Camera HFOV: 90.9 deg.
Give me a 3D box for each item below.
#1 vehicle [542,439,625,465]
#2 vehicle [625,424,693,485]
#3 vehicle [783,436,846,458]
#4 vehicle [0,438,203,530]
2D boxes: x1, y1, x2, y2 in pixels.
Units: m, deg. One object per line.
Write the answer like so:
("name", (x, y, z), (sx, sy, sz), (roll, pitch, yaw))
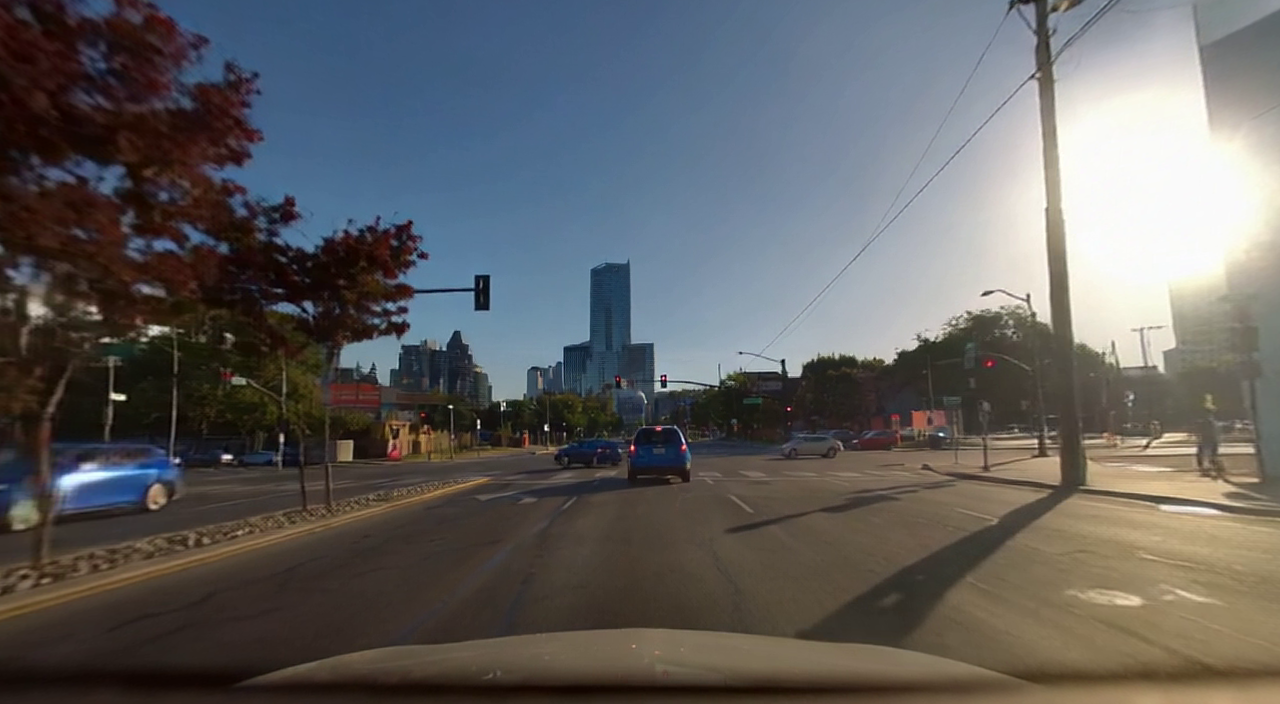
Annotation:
("vehicle", (-3.426, 6.102, 38.713), (4.705, 1.486, 2.013), (5, -10, -34))
("vehicle", (0.588, 3.327, 20.687), (1.994, 1.759, 4.186), (0, -8, 1))
("vehicle", (12.371, 6.764, 44.906), (3.963, 1.480, 1.774), (0, -8, 1))
("vehicle", (-12.321, 2.768, 13.925), (1.954, 1.673, 4.460), (-1, -8, 3))
